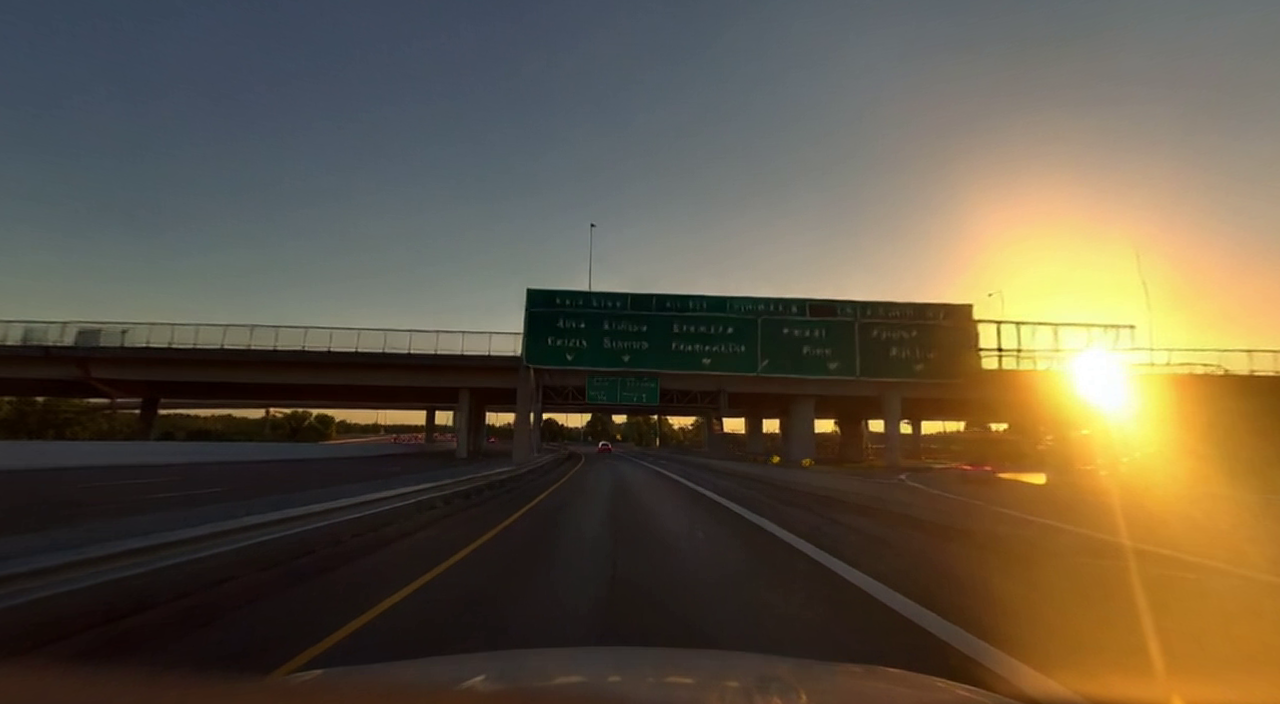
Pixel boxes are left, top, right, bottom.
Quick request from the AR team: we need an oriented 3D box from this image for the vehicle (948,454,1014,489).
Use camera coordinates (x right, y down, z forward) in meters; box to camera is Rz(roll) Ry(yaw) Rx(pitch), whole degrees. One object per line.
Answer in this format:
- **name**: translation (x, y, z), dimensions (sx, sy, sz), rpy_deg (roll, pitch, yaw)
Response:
- **vehicle**: translation (15.930, 5.566, 29.557), dimensions (2.129, 1.444, 3.649), rpy_deg (-4, -9, 19)
